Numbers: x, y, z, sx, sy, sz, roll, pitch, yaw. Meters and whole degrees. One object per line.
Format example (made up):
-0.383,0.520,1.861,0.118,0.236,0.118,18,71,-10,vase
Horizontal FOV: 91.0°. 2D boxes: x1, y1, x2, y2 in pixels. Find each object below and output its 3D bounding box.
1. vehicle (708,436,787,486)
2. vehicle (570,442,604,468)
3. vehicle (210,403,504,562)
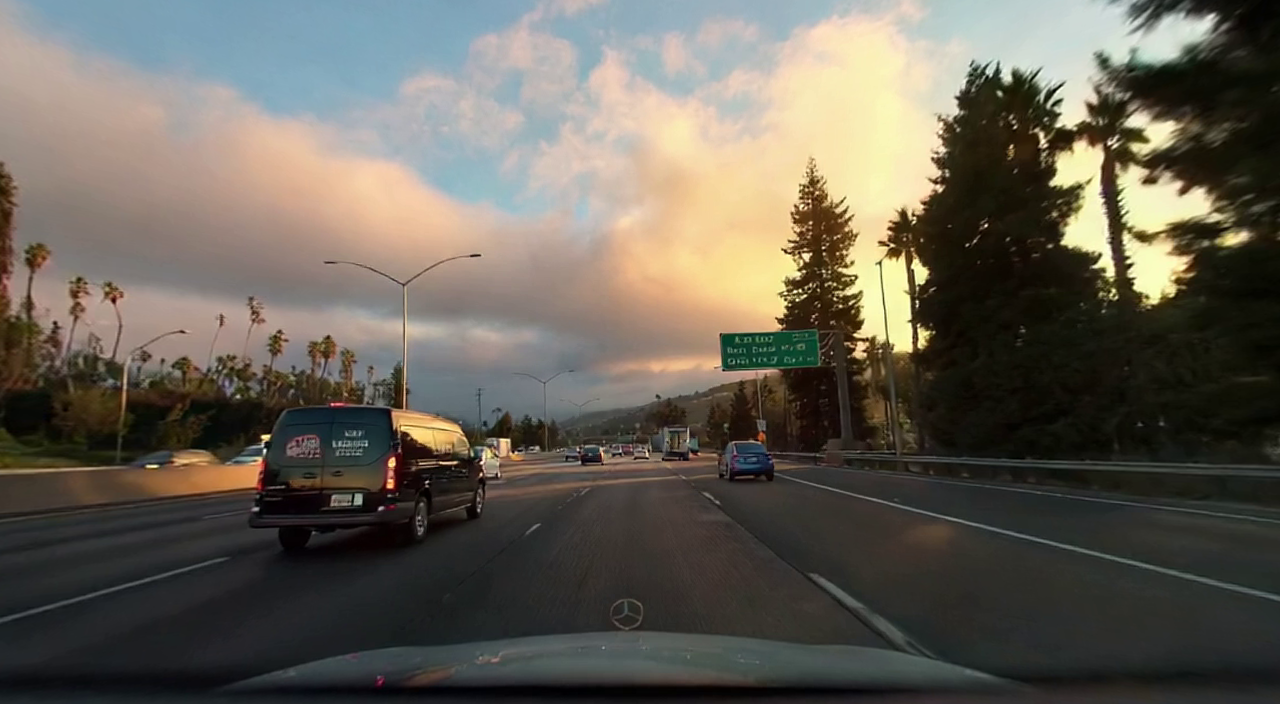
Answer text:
3.894,4.041,23.694,2.124,1.674,4.494,0,-9,-1,vehicle
-3.666,7.211,44.170,2.017,1.683,4.094,0,-9,0,vehicle
-3.915,1.941,10.163,2.215,1.859,5.375,0,-9,0,vehicle
